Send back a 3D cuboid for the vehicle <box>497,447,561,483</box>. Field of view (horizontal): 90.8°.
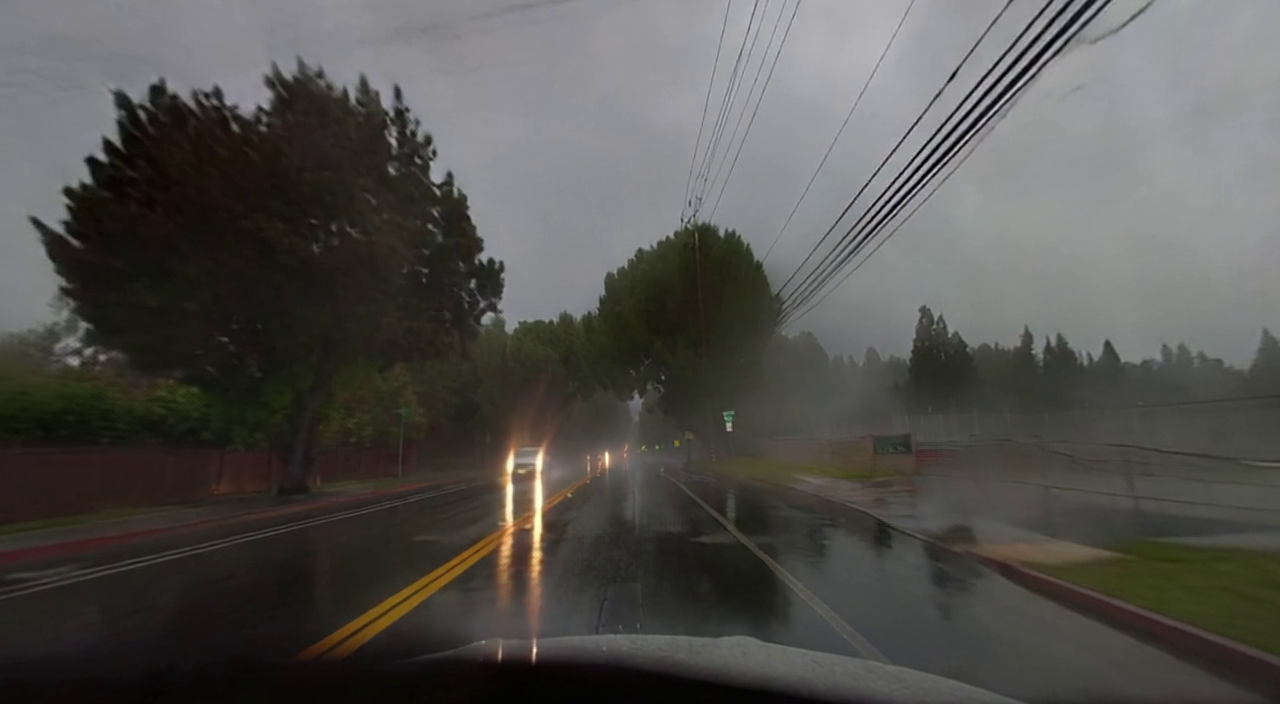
[{"bbox_3d":[-5.090,5.230,29.612,2.093,1.523,4.536,0,-9,1],"label":"vehicle"}]
